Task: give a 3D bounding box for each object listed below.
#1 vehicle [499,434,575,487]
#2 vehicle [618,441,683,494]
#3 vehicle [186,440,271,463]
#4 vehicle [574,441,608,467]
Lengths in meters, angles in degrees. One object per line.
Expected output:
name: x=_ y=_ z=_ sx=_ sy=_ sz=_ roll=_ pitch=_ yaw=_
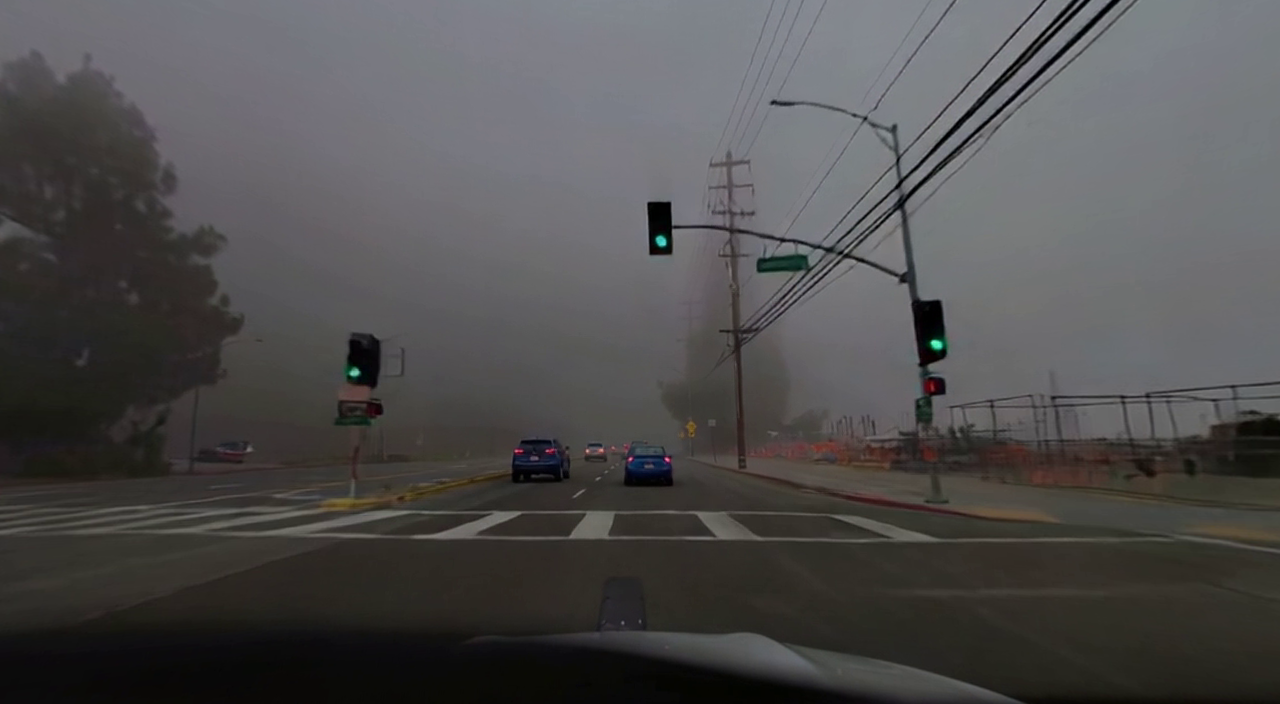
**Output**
vehicle: x=-3.775 y=4.059 z=23.912 sx=2.078 sy=1.804 sz=4.387 roll=0 pitch=-8 yaw=1
vehicle: x=0.340 y=4.007 z=22.229 sx=2.059 sy=1.691 sz=3.980 roll=0 pitch=-8 yaw=0
vehicle: x=-31.662 y=7.696 z=48.428 sx=5.155 sy=1.679 sz=1.934 roll=0 pitch=-8 yaw=0
vehicle: x=-3.441 y=7.275 z=45.032 sx=1.910 sy=1.713 sz=4.786 roll=0 pitch=-8 yaw=1
